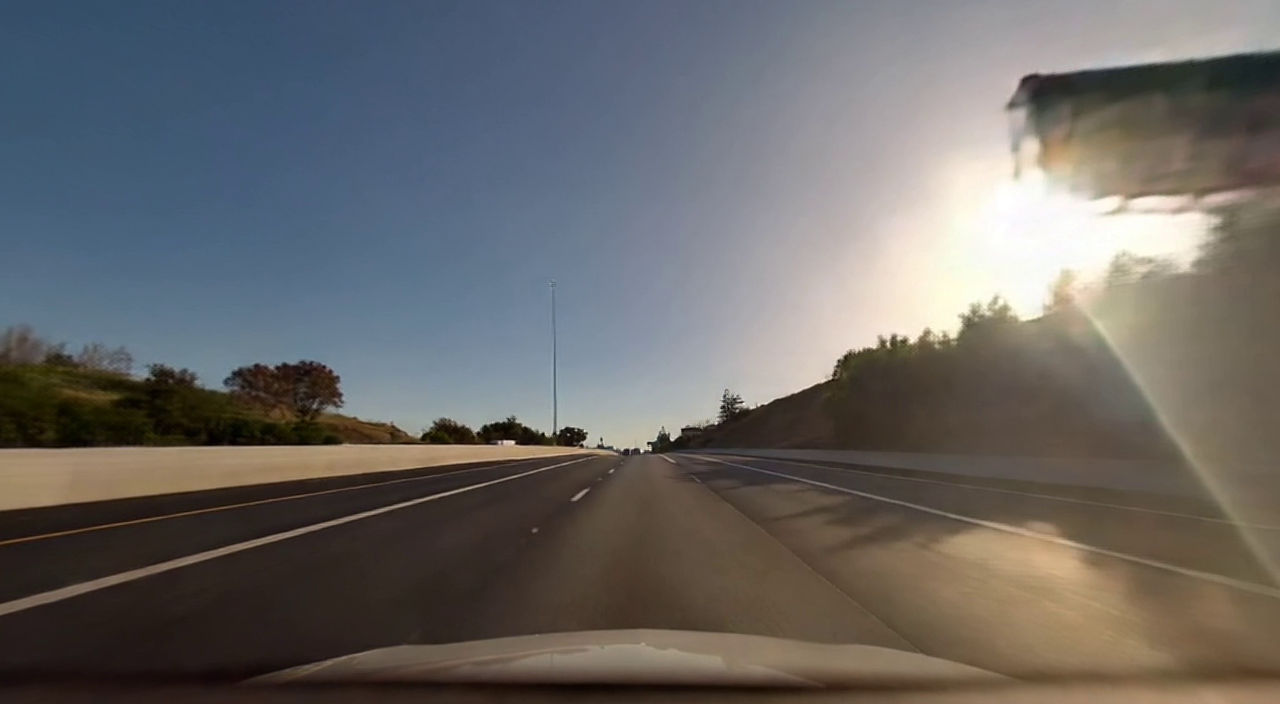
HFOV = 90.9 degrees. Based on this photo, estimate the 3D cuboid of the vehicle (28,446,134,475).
[{"bbox_3d":[-31.601,6.109,35.873,1.810,1.505,4.512,0,-8,1],"label":"vehicle"}]
